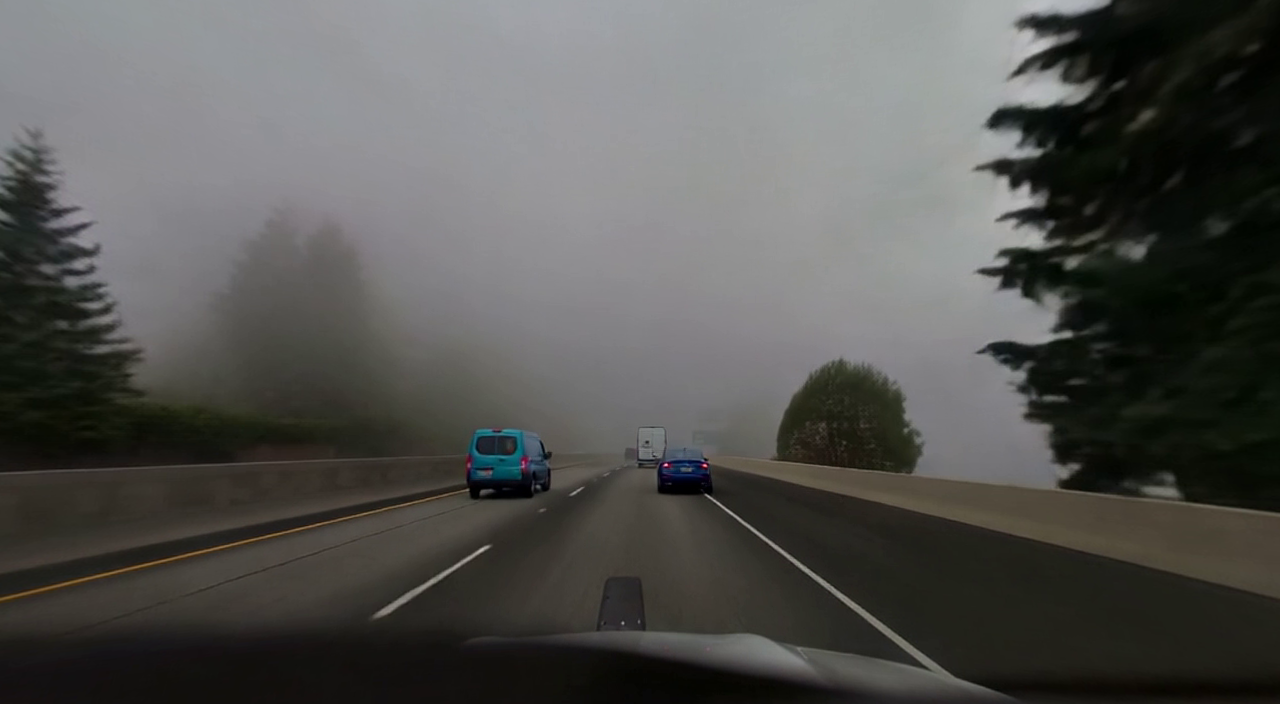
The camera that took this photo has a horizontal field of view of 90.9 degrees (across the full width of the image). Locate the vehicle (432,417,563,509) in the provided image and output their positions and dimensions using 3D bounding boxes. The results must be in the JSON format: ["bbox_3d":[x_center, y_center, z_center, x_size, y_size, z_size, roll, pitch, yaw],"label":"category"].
[{"bbox_3d":[-3.497,2.866,16.632,2.217,2.033,4.975,0,-9,1],"label":"vehicle"}]

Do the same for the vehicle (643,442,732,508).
[{"bbox_3d":[1.081,3.093,16.211,2.012,1.485,3.649,0,-9,0],"label":"vehicle"}]
